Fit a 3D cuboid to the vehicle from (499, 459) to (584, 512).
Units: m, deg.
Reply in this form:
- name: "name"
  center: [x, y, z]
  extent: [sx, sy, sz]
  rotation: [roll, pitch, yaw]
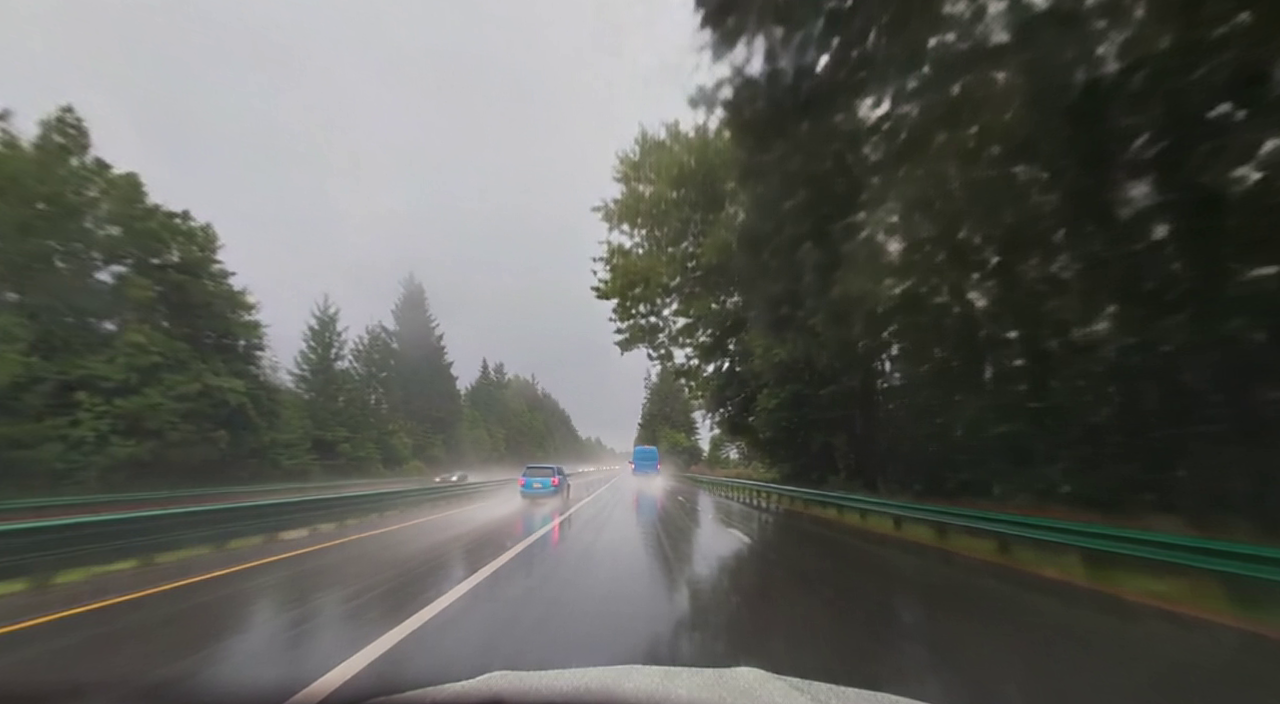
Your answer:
- name: "vehicle"
  center: [-3.074, 4.332, 20.672]
  extent: [2.038, 1.490, 4.391]
  rotation: [1, -11, 0]
